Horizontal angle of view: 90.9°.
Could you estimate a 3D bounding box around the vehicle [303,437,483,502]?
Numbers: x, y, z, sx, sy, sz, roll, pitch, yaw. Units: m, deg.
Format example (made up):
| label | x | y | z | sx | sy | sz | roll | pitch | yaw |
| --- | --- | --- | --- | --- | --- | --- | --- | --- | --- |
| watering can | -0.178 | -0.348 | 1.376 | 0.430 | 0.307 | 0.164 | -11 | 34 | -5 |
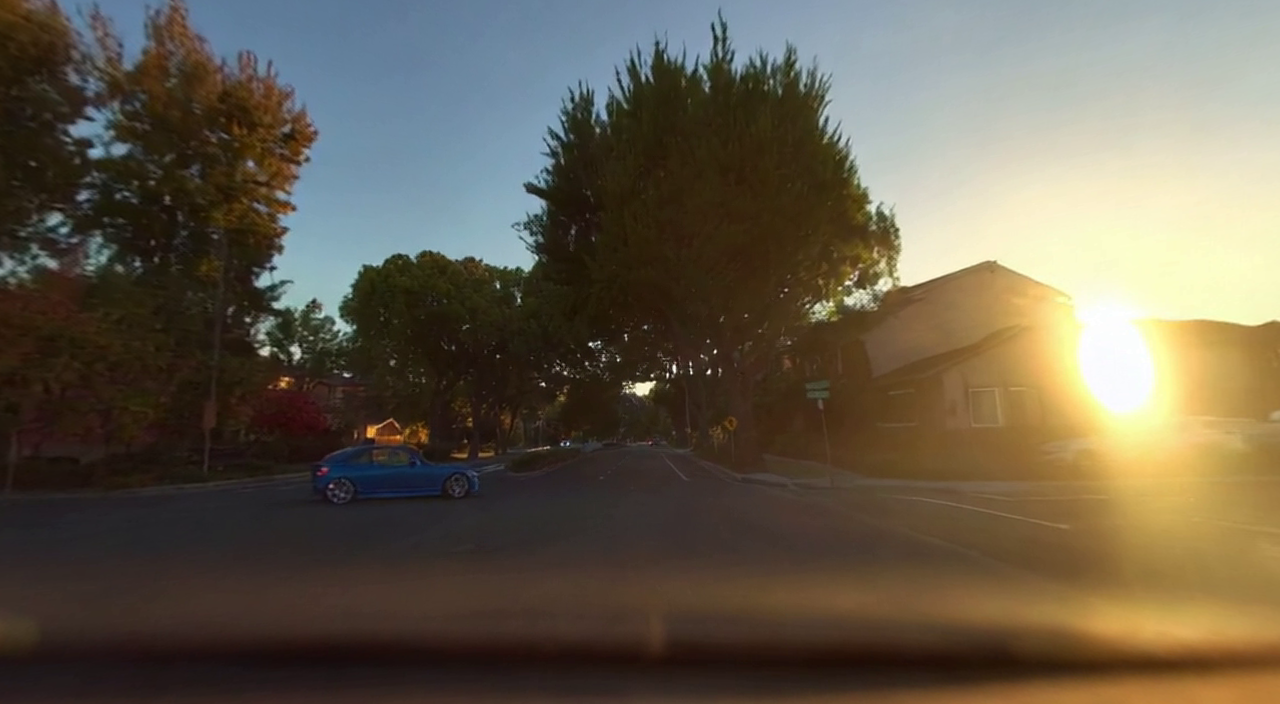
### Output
| label | x | y | z | sx | sy | sz | roll | pitch | yaw |
| --- | --- | --- | --- | --- | --- | --- | --- | --- | --- |
| vehicle | -7.213 | 3.446 | 19.030 | 2.170 | 1.666 | 4.788 | -5 | -9 | 26 |
